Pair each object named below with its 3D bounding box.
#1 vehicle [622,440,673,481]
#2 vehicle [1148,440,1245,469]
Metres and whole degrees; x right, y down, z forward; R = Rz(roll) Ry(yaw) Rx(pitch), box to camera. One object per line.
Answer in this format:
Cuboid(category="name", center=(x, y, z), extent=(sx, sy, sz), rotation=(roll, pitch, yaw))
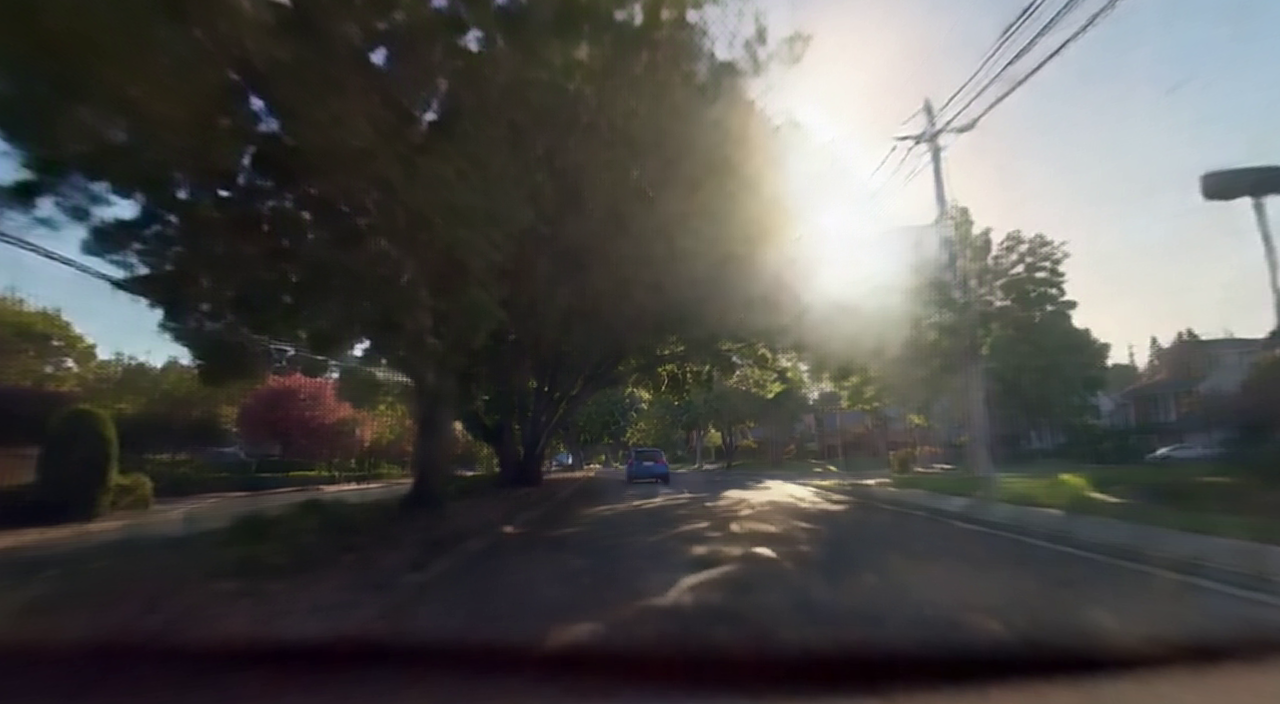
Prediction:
Cuboid(category="vehicle", center=(0.269, 4.910, 28.934), extent=(2.139, 1.699, 3.916), rotation=(0, -8, -2))
Cuboid(category="vehicle", center=(36.337, 6.697, 41.345), extent=(4.461, 1.828, 2.165), rotation=(1, -8, -6))
